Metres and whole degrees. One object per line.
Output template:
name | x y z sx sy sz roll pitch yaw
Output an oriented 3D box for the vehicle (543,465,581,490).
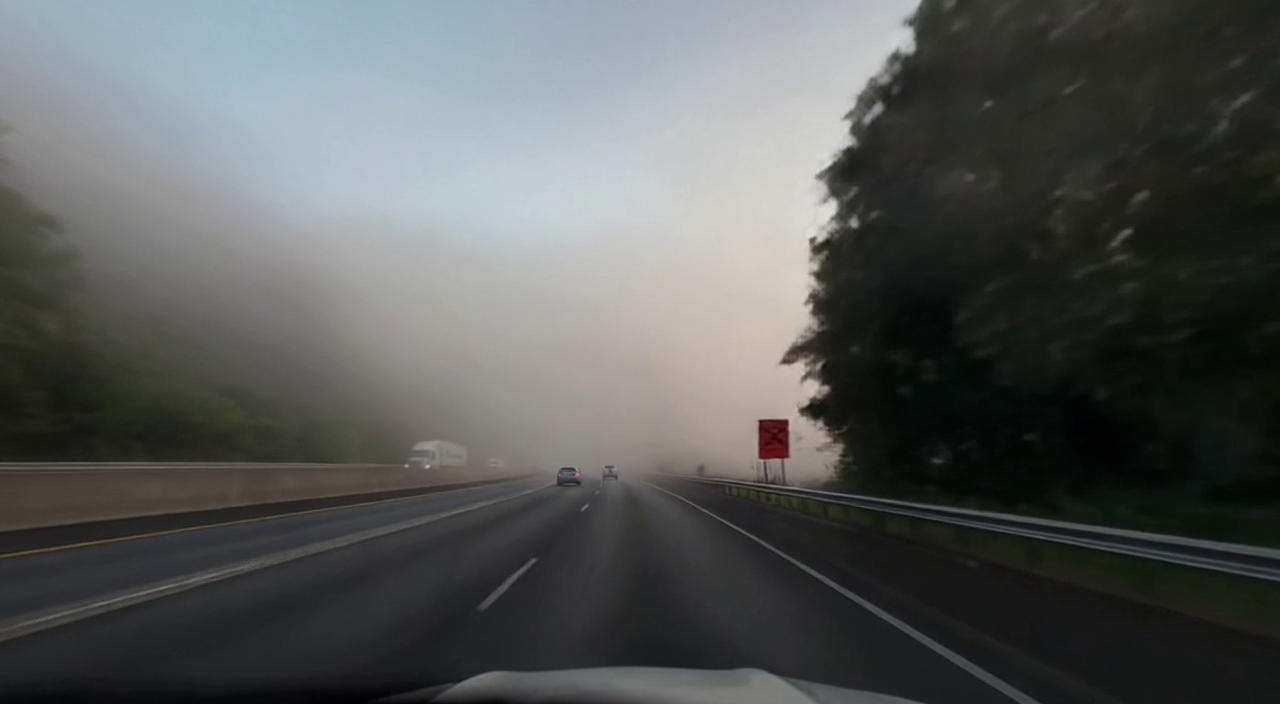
vehicle | -5.149 8.384 42.354 2.115 1.546 4.638 1 -10 -2
